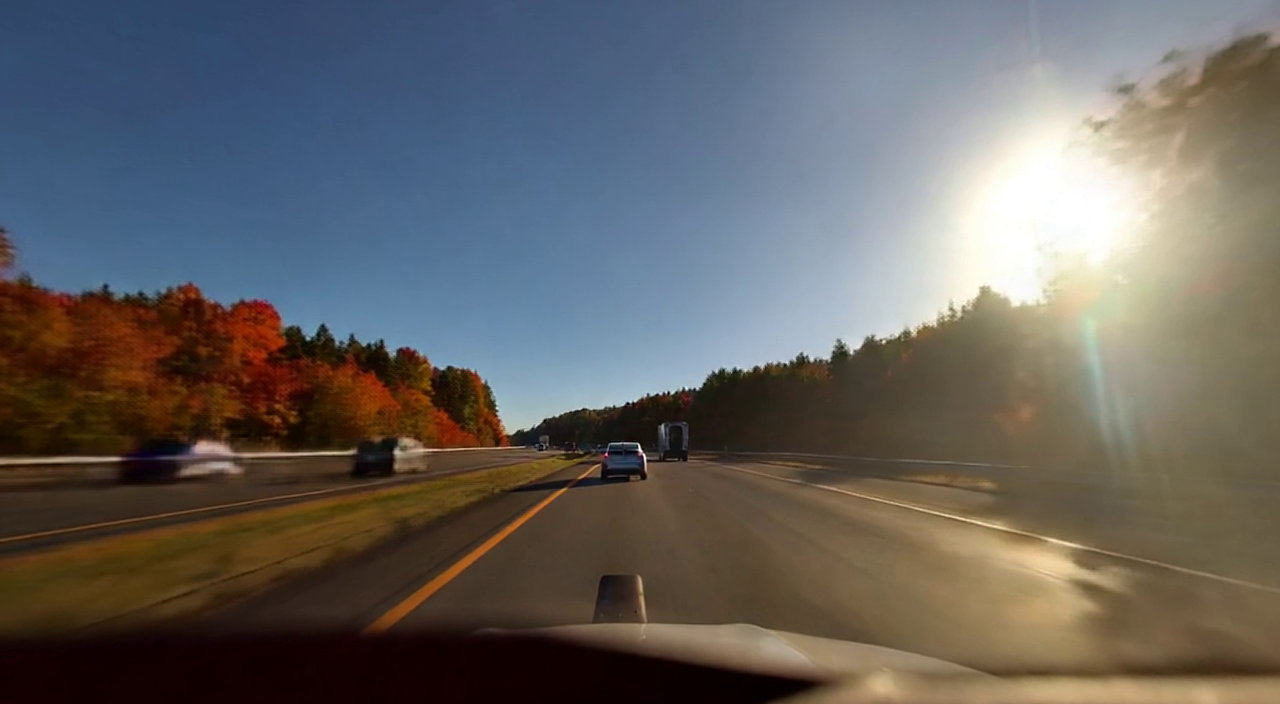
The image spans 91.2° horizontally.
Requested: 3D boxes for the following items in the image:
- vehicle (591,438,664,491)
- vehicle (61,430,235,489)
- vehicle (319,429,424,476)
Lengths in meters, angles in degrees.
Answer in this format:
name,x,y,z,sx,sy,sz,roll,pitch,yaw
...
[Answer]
name,x,y,z,sx,sy,sz,roll,pitch,yaw
vehicle,-0.409,3.572,20.261,2.099,1.506,4.097,0,-9,-1
vehicle,-13.903,3.066,18.076,1.847,1.502,3.929,0,-9,-1
vehicle,-9.951,3.785,23.662,1.960,1.582,4.631,0,-9,-1
